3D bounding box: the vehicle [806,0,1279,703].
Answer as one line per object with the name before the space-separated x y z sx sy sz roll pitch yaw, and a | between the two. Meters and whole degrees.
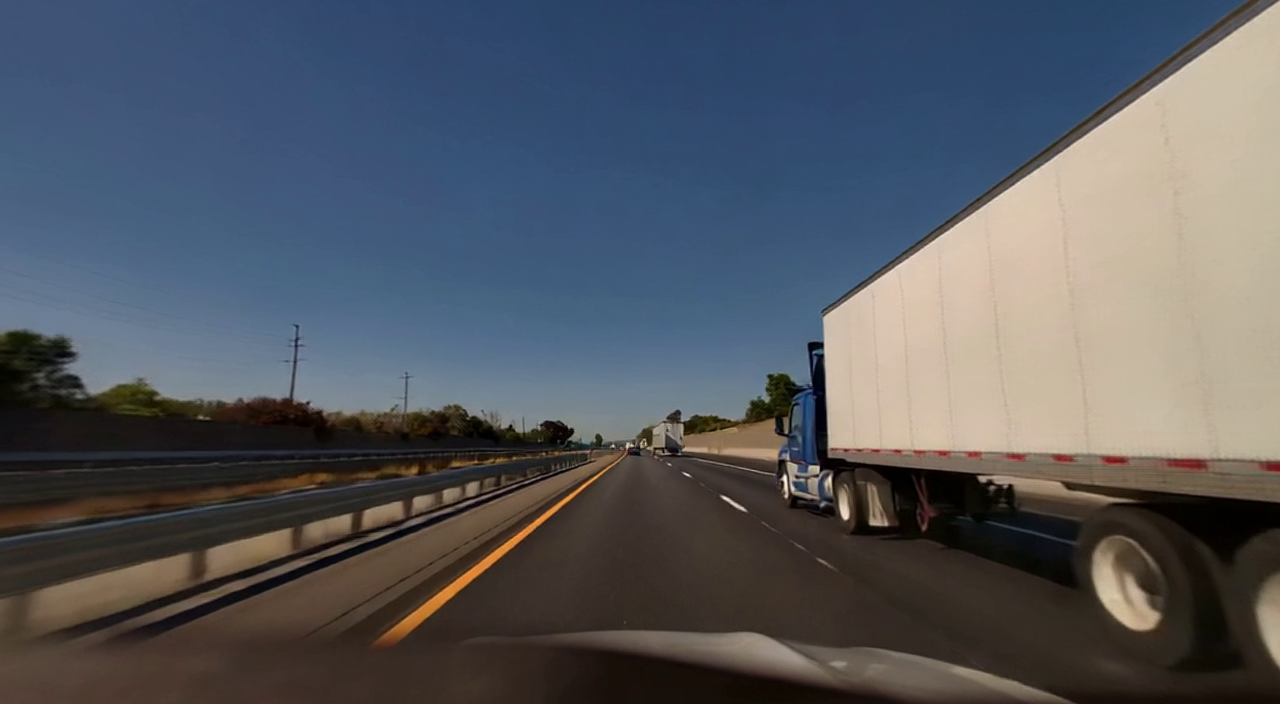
vehicle | 4.487 0.292 5.762 3.107 3.718 10.231 0 -9 0
